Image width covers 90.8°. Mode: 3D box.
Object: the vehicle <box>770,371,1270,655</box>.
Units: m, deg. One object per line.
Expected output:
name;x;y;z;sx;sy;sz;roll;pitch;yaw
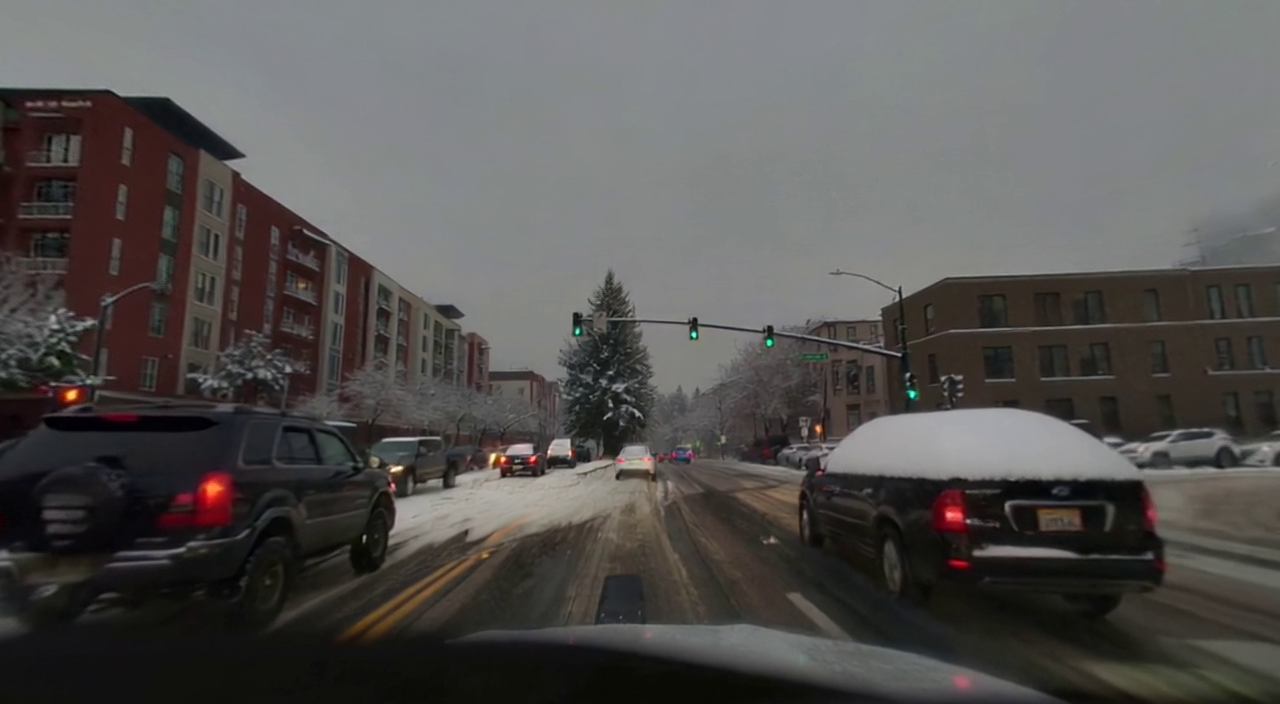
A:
vehicle;3.006;1.395;6.614;2.129;1.844;4.767;0;-8;-2

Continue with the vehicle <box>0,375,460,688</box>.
vehicle;-3.337;1.407;6.200;2.031;1.873;4.581;0;-8;-3

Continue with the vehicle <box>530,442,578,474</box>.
vehicle;-5.153;6.414;38.506;2.275;1.816;4.923;0;-8;-1

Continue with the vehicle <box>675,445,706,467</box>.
vehicle;3.824;7.952;48.462;1.906;1.608;4.050;0;-8;-1

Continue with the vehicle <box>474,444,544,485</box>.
vehicle;-5.665;4.918;27.907;2.062;1.532;4.830;-3;-9;0

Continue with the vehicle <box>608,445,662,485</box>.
vehicle;-0.229;4.590;26.101;2.059;1.492;4.033;0;-8;-1
